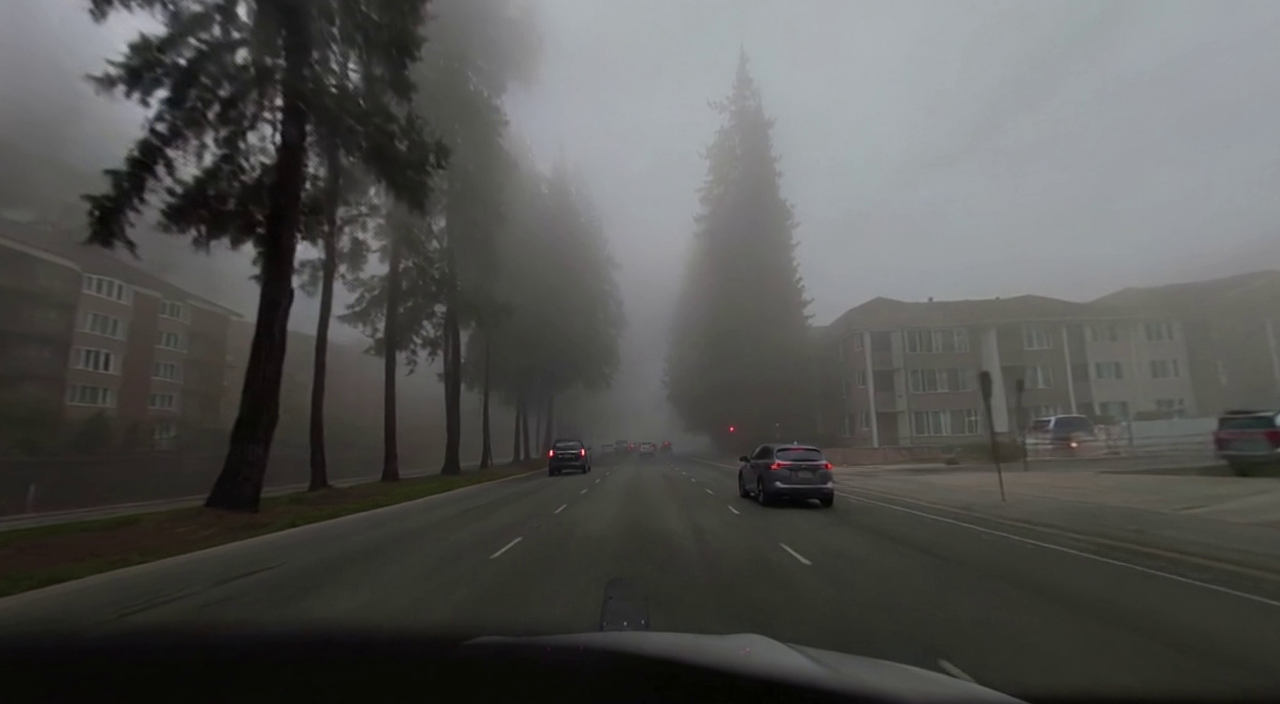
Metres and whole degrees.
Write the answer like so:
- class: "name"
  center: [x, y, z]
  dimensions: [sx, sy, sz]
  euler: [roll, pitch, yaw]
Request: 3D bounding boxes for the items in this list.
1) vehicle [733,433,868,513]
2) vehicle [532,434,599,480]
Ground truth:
- class: "vehicle"
  center: [3.420, 2.663, 14.373]
  dimensions: [1.945, 1.530, 4.320]
  euler: [0, -8, 0]
- class: "vehicle"
  center: [-3.154, 4.572, 27.725]
  dimensions: [2.216, 1.828, 4.886]
  euler: [0, -8, 2]
